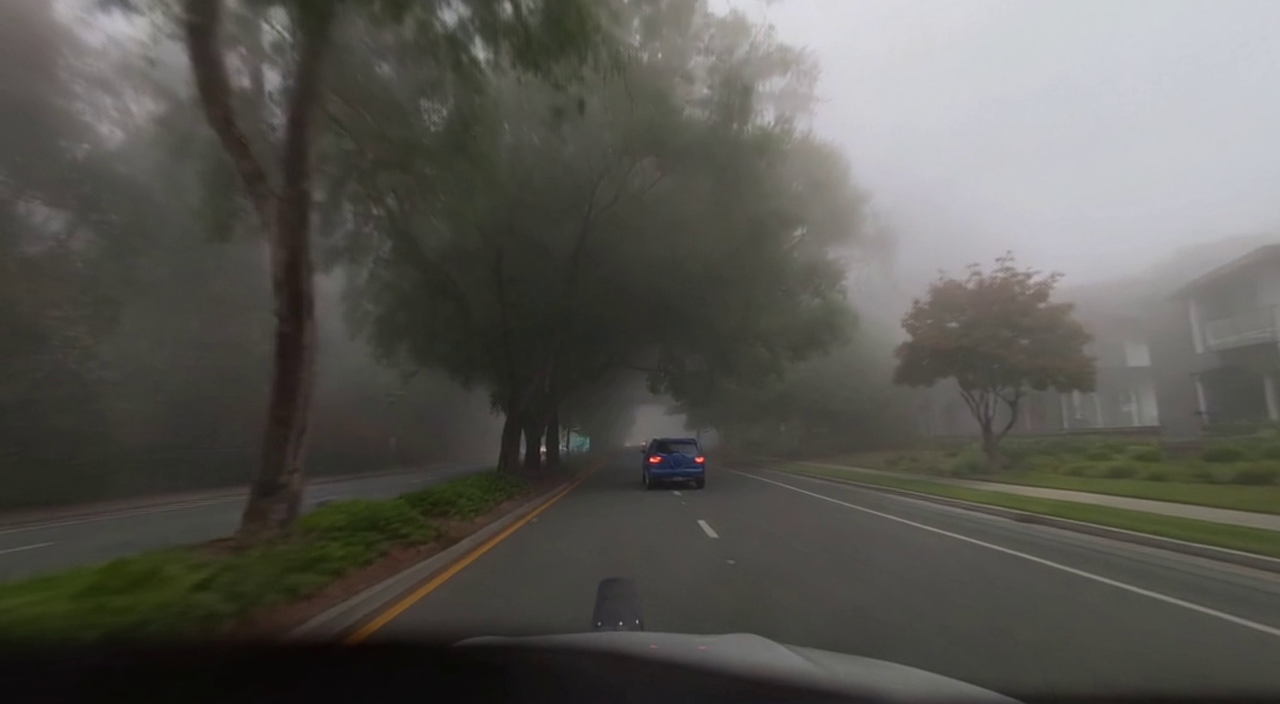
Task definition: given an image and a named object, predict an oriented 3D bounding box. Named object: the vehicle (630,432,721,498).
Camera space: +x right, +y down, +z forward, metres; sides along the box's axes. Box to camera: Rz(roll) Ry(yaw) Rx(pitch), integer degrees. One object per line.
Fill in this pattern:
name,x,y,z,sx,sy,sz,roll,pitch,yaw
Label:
vehicle,0.847,3.139,17.994,2.066,1.603,4.475,0,-8,-4
